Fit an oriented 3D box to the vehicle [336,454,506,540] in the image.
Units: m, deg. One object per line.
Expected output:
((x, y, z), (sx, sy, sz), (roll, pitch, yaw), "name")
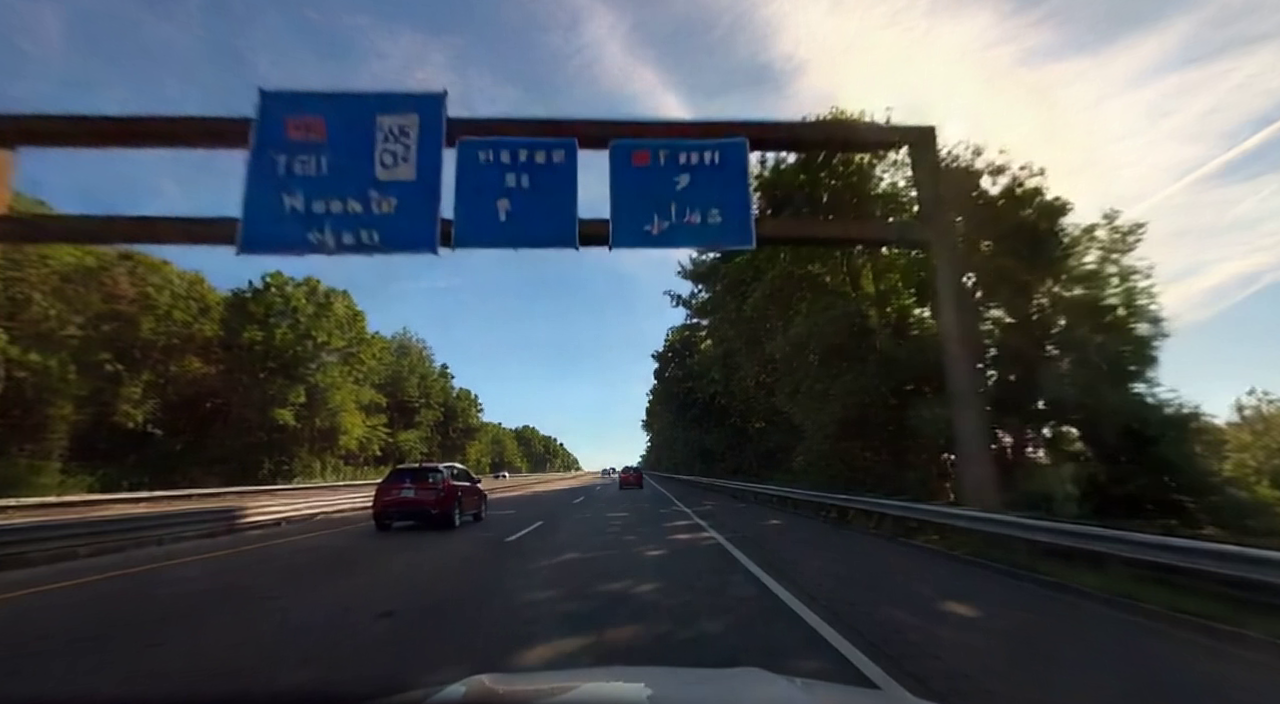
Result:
((-4.377, 2.999, 13.467), (2.003, 1.479, 4.363), (1, -11, 0), "vehicle")
